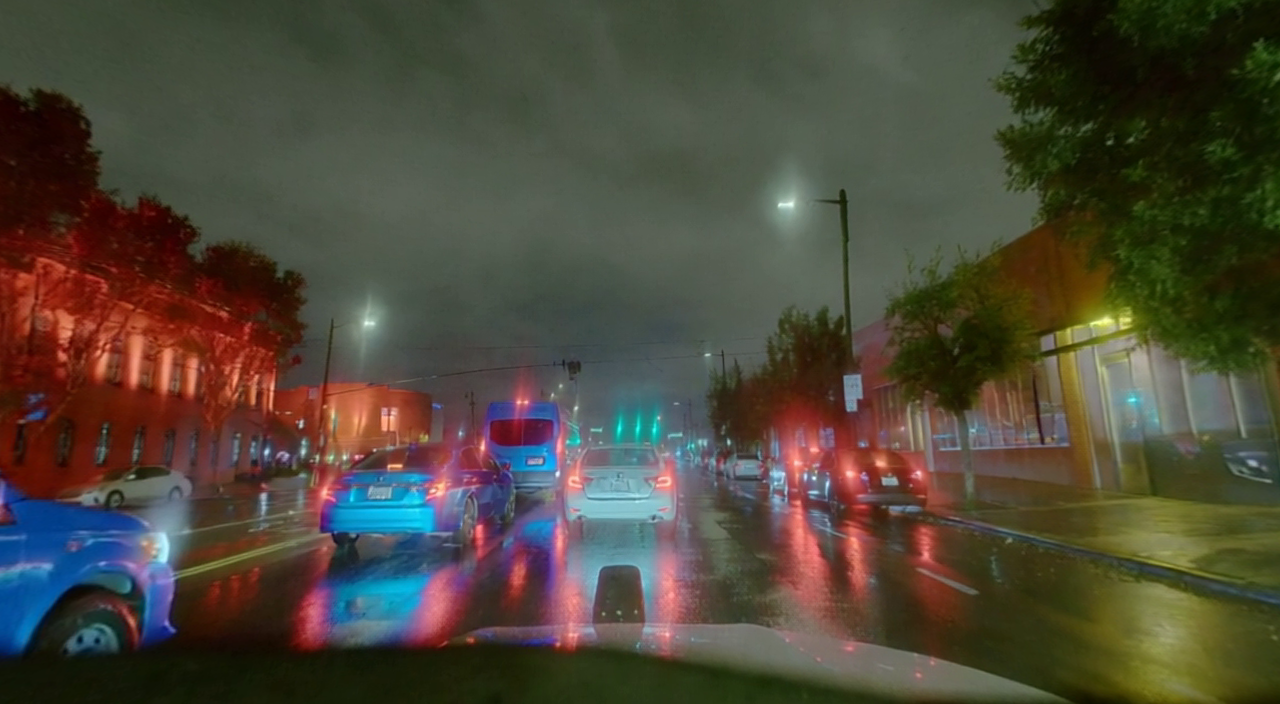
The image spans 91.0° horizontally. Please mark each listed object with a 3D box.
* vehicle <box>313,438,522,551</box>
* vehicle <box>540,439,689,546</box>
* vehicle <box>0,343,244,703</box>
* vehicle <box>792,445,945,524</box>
[{"bbox_3d":[-3.531,2.334,11.073,1.995,1.554,4.426,0,-9,1],"label":"vehicle"},{"bbox_3d":[-0.378,2.350,11.224,2.152,1.518,4.113,0,-9,0],"label":"vehicle"},{"bbox_3d":[-3.712,0.718,1.715,2.140,1.768,4.685,0,-9,1],"label":"vehicle"},{"bbox_3d":[4.897,2.860,14.176,1.832,1.491,4.054,1,-9,-1],"label":"vehicle"}]
